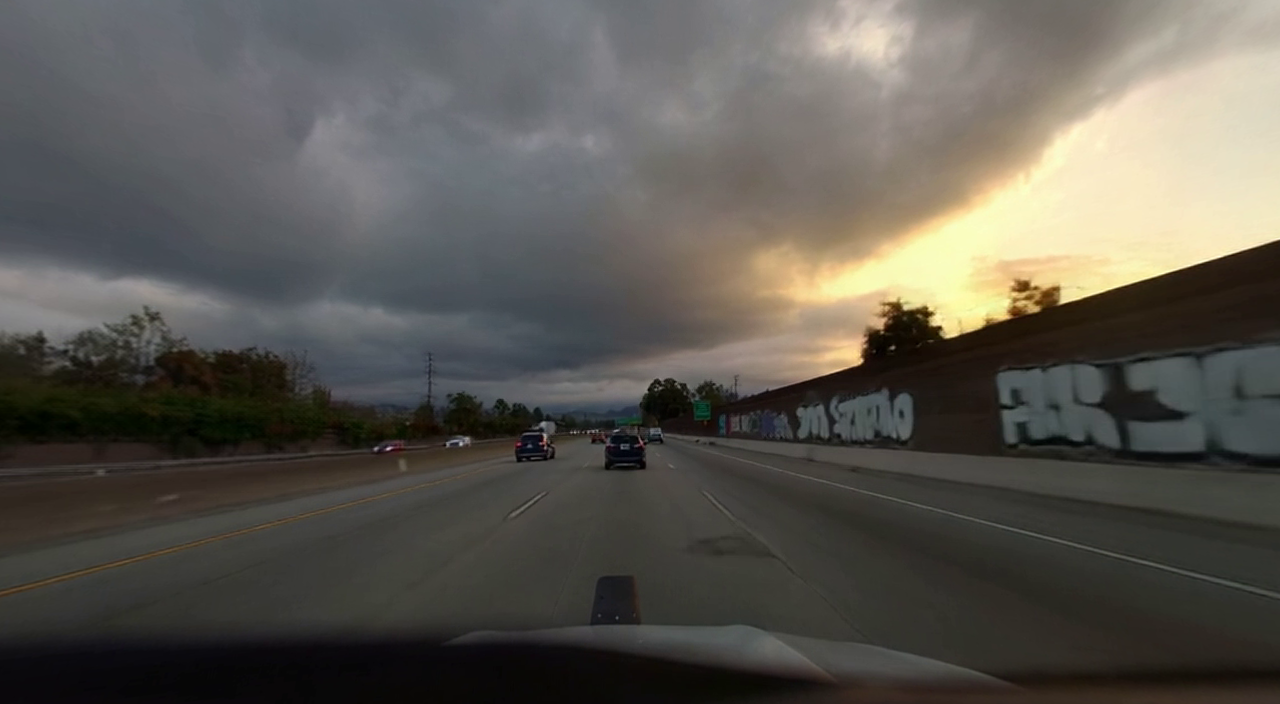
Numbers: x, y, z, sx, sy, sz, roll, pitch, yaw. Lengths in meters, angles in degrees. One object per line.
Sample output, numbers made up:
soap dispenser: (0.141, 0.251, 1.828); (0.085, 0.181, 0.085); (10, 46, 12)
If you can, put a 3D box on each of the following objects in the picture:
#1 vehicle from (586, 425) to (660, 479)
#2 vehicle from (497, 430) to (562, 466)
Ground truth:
vehicle: (-0.504, 3.035, 19.357); (2.044, 1.477, 3.693); (0, -8, -1)
vehicle: (-4.677, 4.122, 27.285); (2.022, 1.440, 4.491); (0, -8, 0)
